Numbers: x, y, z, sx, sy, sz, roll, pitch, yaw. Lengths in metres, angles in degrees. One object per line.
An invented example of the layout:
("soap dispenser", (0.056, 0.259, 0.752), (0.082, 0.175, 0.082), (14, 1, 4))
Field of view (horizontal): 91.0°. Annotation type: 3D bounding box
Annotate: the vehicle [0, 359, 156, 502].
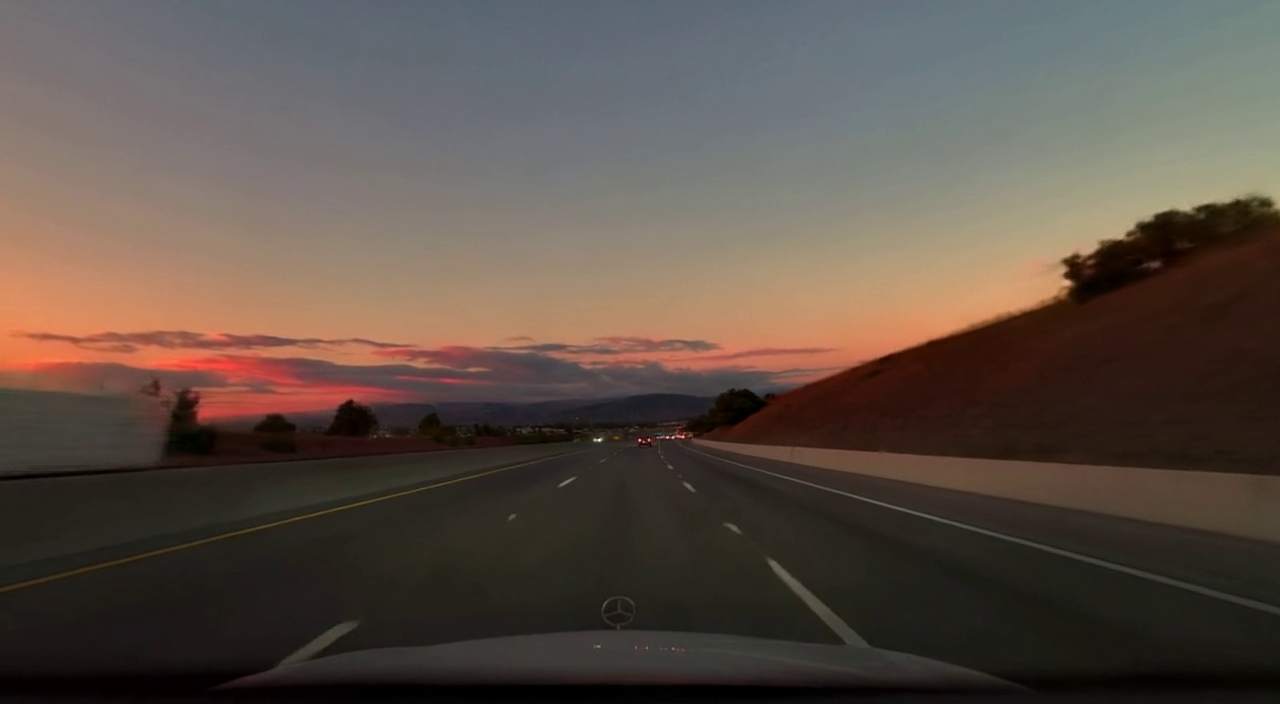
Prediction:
("vehicle", (-19.964, 2.046, 16.620), (2.973, 4.079, 14.336), (0, -8, 0))
